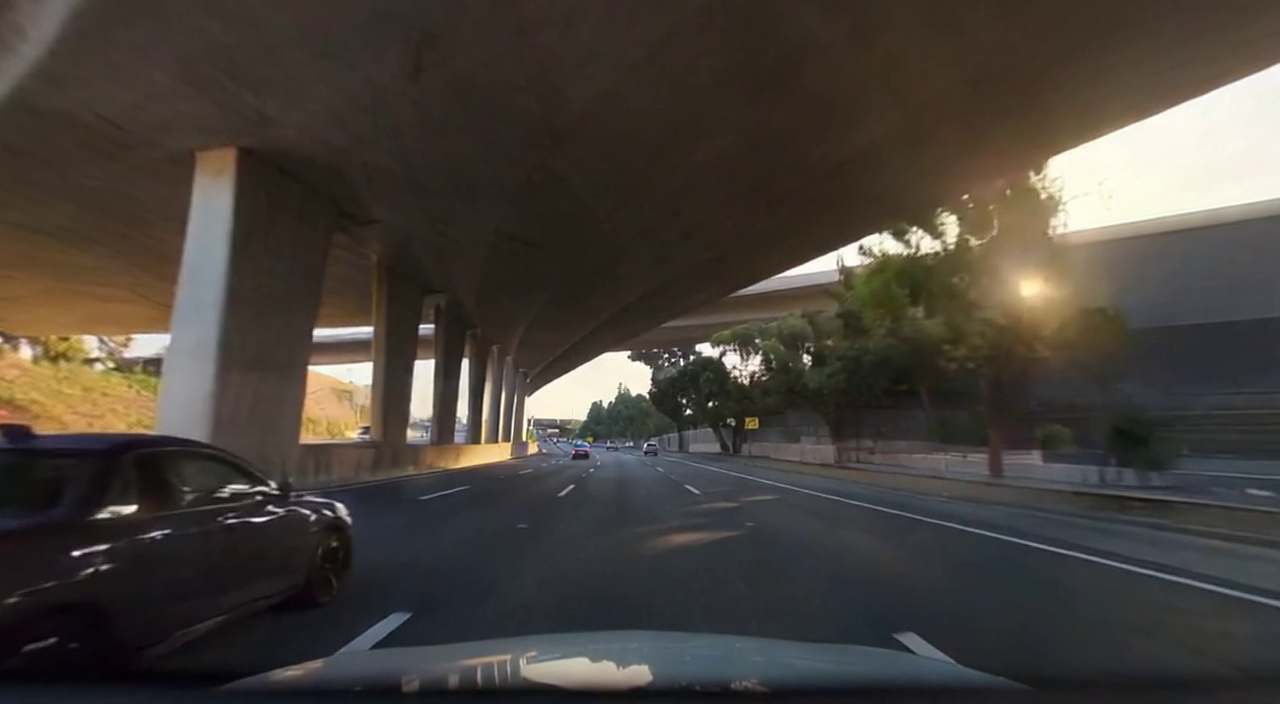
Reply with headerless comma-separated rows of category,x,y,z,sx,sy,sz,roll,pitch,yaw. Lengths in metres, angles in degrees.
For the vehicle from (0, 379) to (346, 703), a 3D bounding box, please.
vehicle,-3.308,0.940,2.730,2.050,1.527,4.257,0,-8,-1
